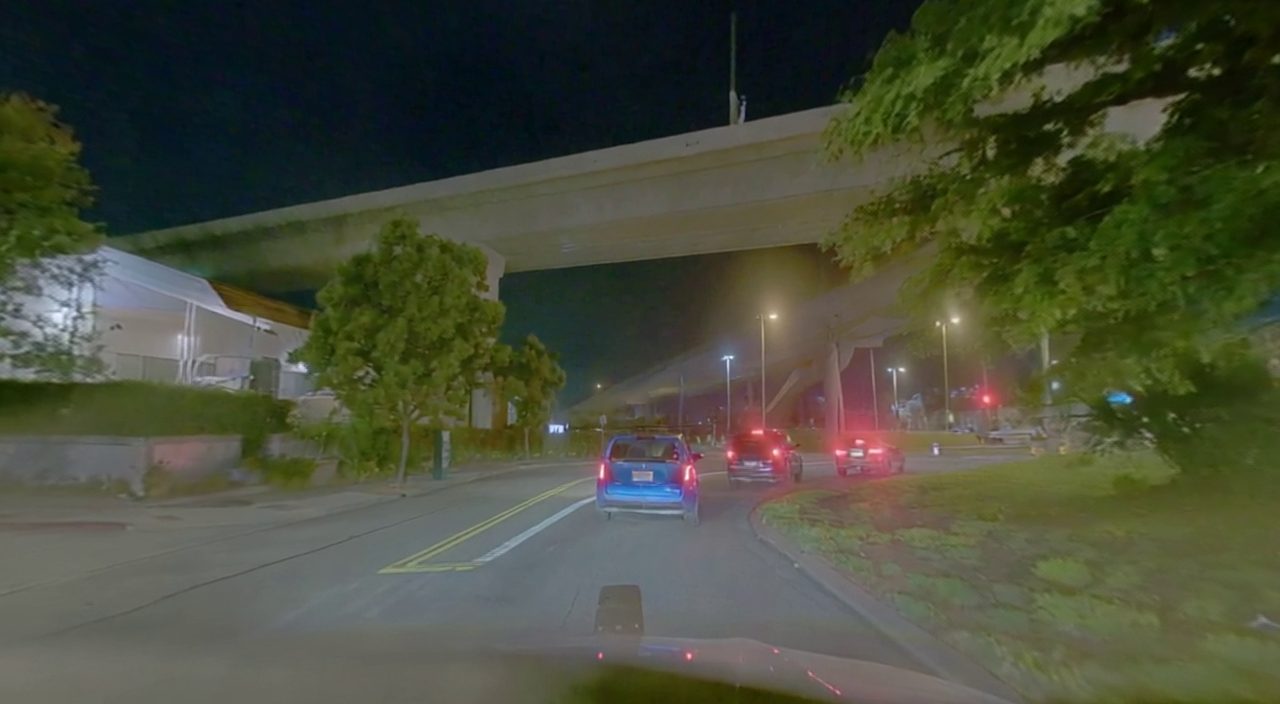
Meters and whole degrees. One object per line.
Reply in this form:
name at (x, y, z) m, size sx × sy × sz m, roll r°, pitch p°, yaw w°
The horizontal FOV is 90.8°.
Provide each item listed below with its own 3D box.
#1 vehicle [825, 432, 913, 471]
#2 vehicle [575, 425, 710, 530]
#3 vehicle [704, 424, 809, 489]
vehicle at (11.200, 4.829, 30.792) m, size 4.310 × 1.762 × 1.995 m, roll 7°, pitch -11°, yaw -39°
vehicle at (0.279, 2.263, 12.070) m, size 2.087 × 1.578 × 4.652 m, roll -1°, pitch -8°, yaw 6°
vehicle at (4.026, 3.451, 21.176) m, size 2.241 × 1.885 × 4.771 m, roll -3°, pitch -9°, yaw 26°
